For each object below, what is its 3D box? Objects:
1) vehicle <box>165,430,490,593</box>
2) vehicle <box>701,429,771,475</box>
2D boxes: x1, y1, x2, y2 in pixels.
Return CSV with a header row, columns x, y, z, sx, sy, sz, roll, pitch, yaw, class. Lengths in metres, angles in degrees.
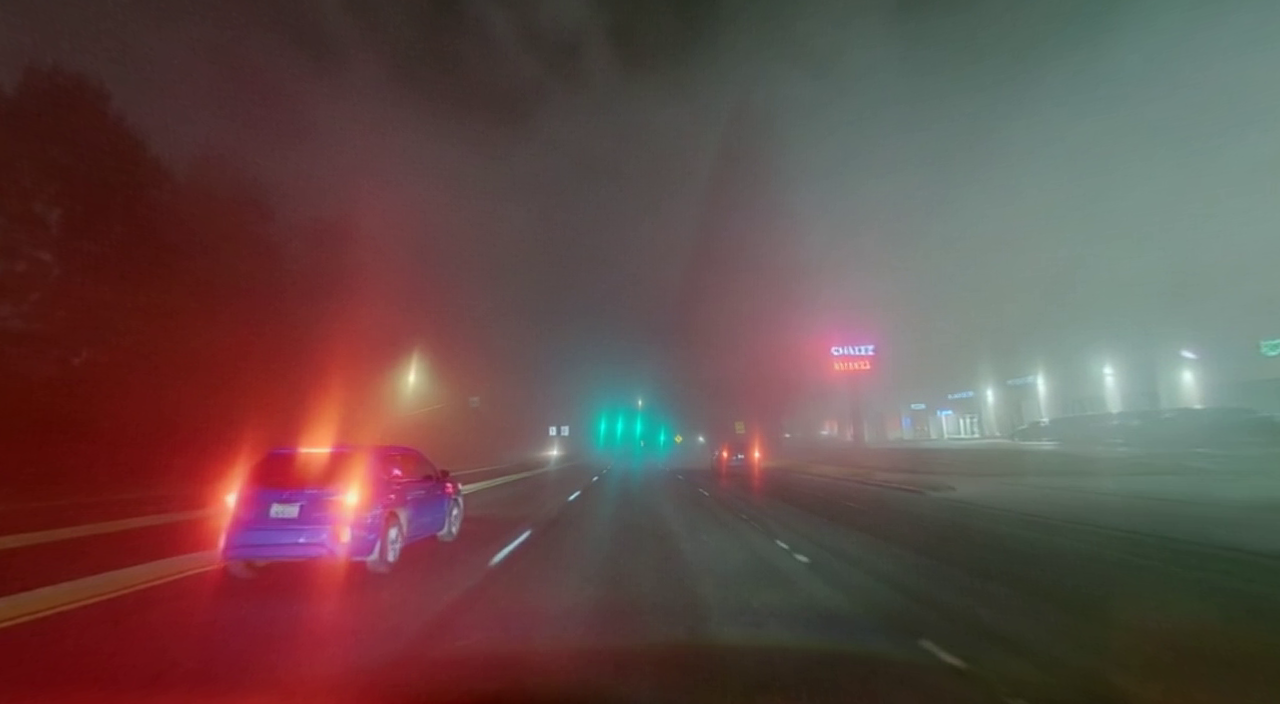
x,y,z,sx,sy,sz,roll,pitch,yaw,class
-3.396,1.794,8.038,2.017,1.470,4.293,0,-8,-1,vehicle
4.517,4.842,30.823,2.476,2.016,5.586,0,-8,0,vehicle
